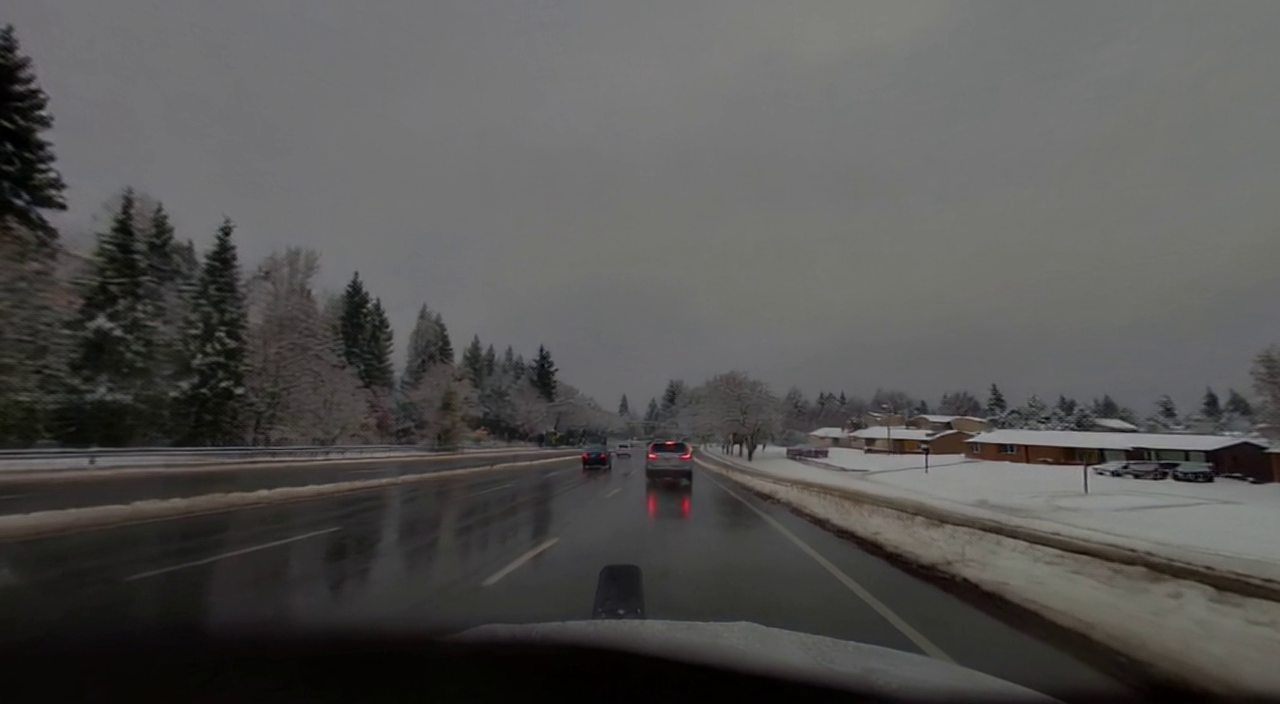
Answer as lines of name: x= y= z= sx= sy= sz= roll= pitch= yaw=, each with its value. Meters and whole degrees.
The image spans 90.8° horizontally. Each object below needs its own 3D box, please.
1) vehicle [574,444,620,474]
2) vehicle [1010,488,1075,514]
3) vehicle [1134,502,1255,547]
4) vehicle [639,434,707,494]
vehicle: x=-2.411 y=6.180 z=36.656 sx=2.123 sy=1.592 sz=4.505 roll=0 pitch=-9 yaw=3
vehicle: x=30.775 y=11.369 z=48.430 sx=1.845 sy=1.533 sz=4.455 roll=0 pitch=-9 yaw=-3
vehicle: x=31.554 y=9.808 z=36.206 sx=2.067 sy=1.926 sz=5.010 roll=1 pitch=-9 yaw=-4
vehicle: x=1.147 y=3.826 z=21.937 sx=2.125 sy=1.830 sz=4.370 roll=0 pitch=-8 yaw=3
